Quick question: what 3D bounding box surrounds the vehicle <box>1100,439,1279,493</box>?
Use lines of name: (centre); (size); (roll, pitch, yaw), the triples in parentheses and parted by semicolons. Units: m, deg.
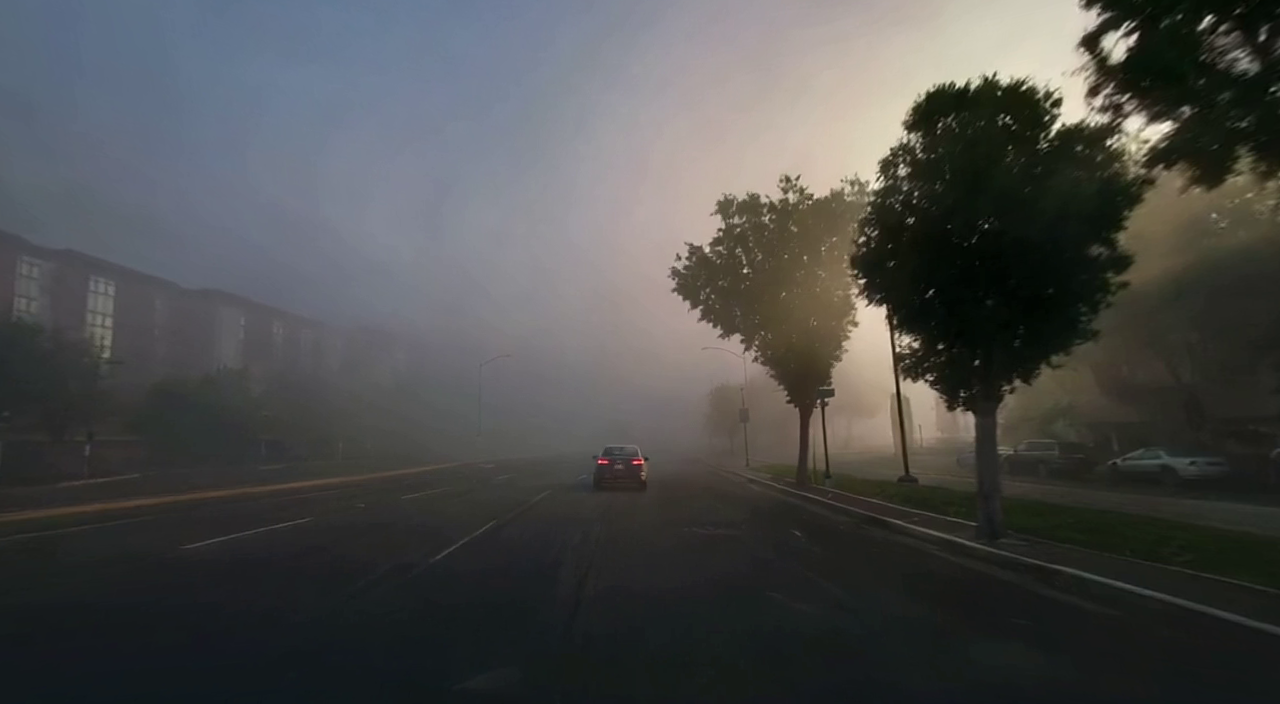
vehicle: (17.420, 3.572, 20.180); (1.774, 1.480, 4.757); (0, -9, -1)

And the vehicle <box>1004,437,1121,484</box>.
vehicle: (17.420, 4.434, 26.355); (1.942, 1.690, 4.453); (-3, -8, 4)

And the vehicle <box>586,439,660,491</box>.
vehicle: (-0.450, 3.571, 20.334); (2.133, 1.481, 4.276); (0, -9, 1)

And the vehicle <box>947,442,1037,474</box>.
vehicle: (17.512, 5.294, 31.738); (1.857, 1.441, 4.721); (0, -9, 1)
